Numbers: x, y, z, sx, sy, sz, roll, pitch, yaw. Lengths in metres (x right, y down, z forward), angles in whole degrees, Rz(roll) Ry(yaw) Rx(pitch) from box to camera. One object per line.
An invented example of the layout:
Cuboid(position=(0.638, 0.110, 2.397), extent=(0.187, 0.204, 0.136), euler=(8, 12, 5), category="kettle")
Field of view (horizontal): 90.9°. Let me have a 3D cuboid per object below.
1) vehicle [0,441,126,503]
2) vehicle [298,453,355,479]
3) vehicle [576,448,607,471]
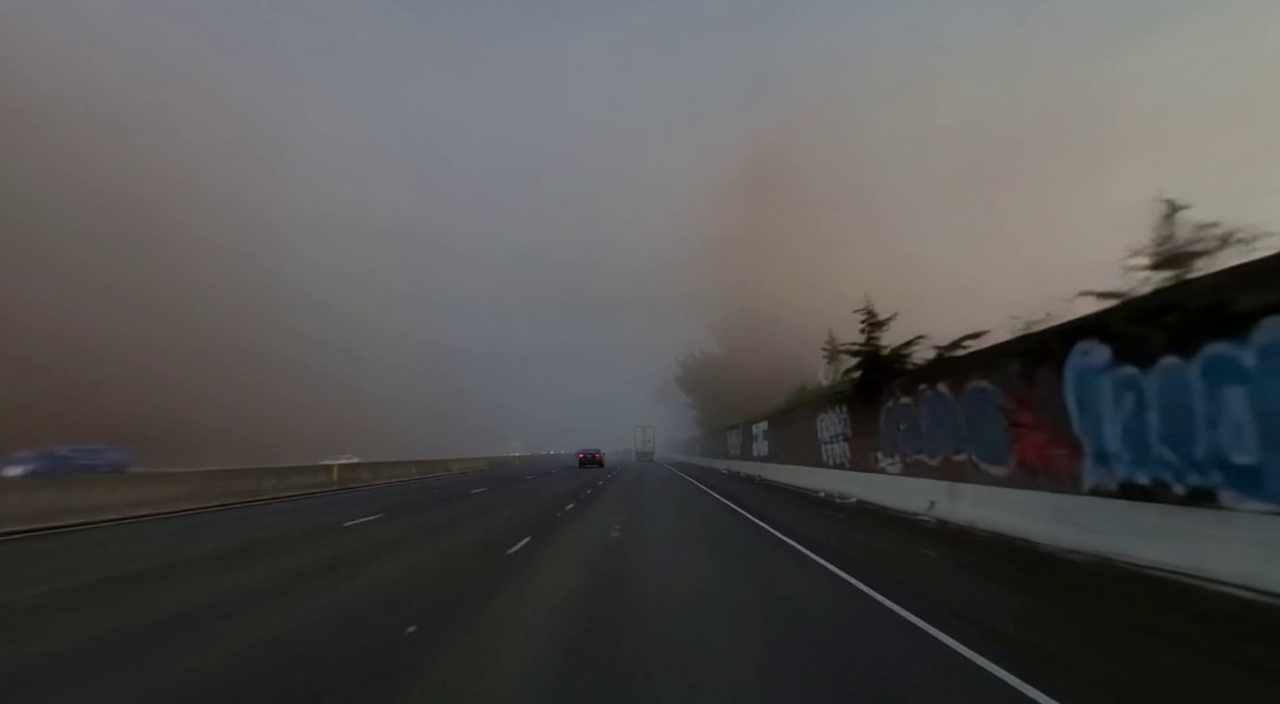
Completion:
Cuboid(position=(-18.094, 3.423, 18.275), extent=(1.980, 1.638, 5.194), euler=(0, -9, 0), category="vehicle")
Cuboid(position=(-22.680, 8.219, 45.790), extent=(1.758, 1.748, 4.516), euler=(0, -9, 1), category="vehicle")
Cuboid(position=(-3.323, 7.472, 44.037), extent=(1.803, 1.466, 4.509), euler=(0, -9, 0), category="vehicle")
